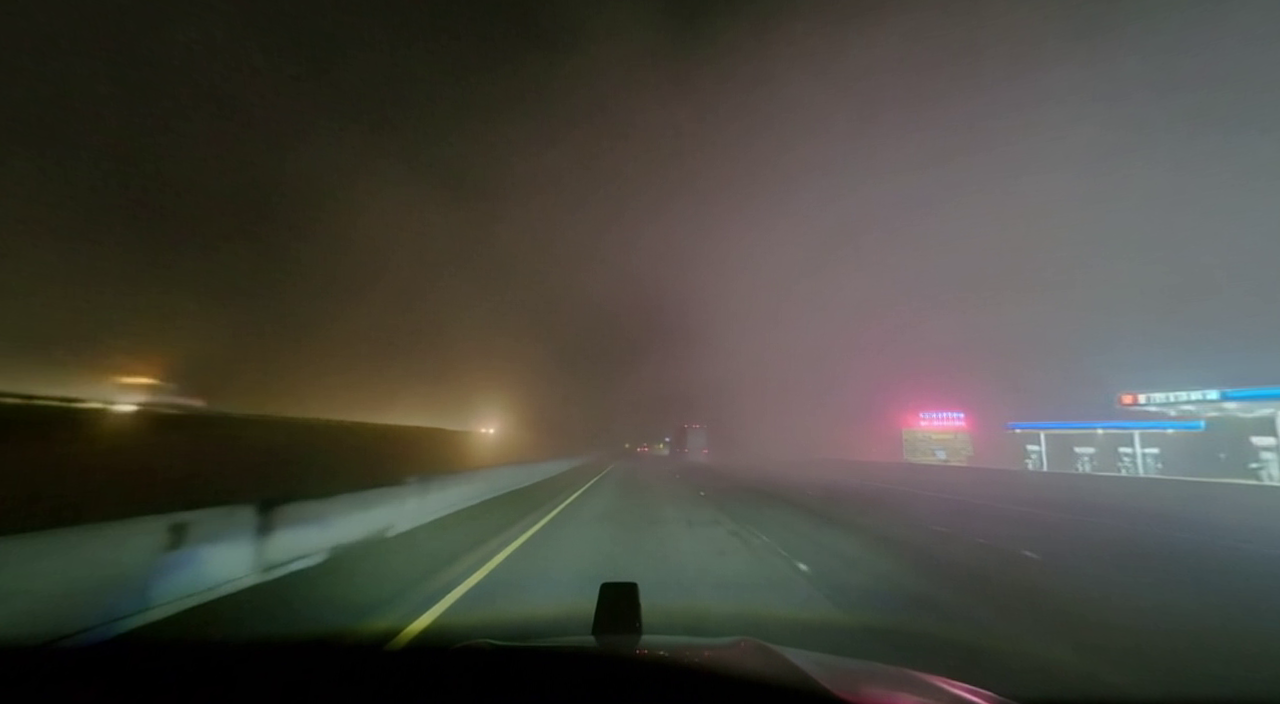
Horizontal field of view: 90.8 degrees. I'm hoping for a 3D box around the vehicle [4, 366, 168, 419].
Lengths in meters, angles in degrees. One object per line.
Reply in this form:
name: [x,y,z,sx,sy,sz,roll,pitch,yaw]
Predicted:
vehicle: [-20.531,1.617,23.751,1.827,1.603,4.752,0,-8,0]
